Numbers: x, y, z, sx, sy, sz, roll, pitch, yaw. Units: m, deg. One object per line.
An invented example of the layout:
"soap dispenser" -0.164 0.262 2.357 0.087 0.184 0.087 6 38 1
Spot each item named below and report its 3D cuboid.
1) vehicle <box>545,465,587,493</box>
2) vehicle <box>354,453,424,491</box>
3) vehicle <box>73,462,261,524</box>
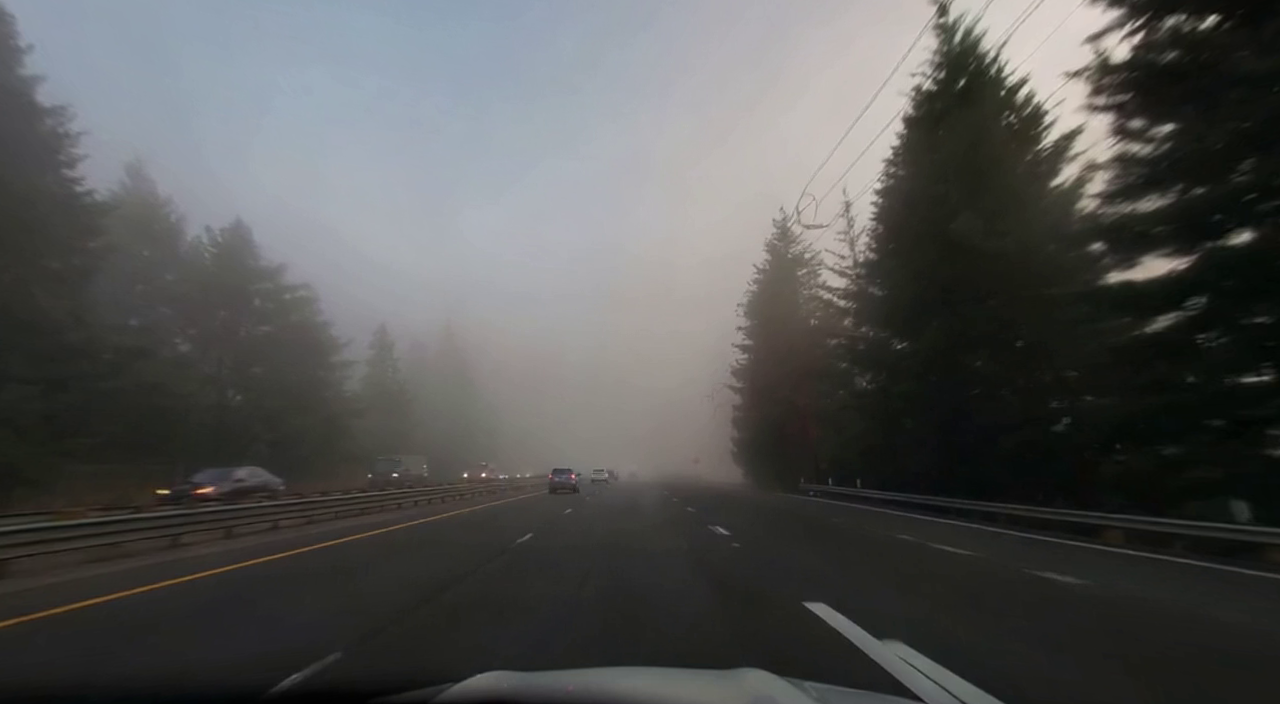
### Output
"vehicle" -4.308 7.475 37.186 1.963 1.501 4.227 1 -10 0
"vehicle" -17.753 8.545 45.006 2.308 2.461 6.231 1 -10 0
"vehicle" -13.015 3.895 17.786 1.853 1.481 4.394 1 -10 0
